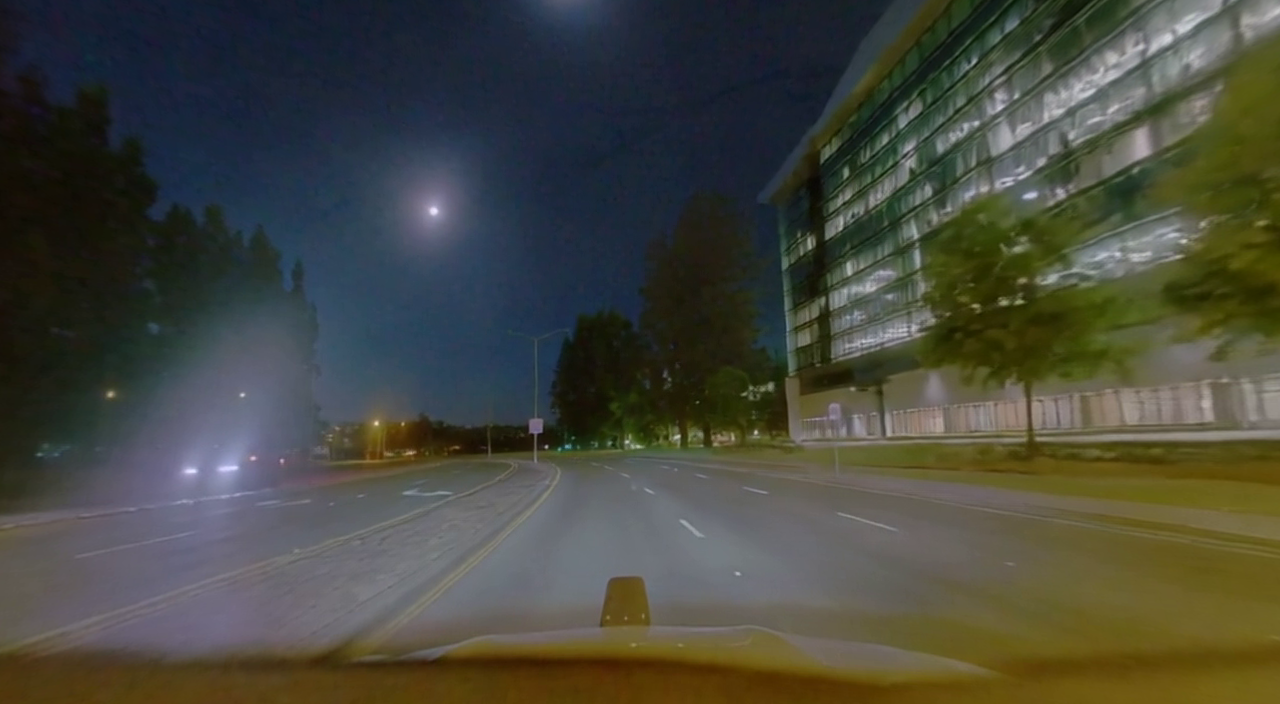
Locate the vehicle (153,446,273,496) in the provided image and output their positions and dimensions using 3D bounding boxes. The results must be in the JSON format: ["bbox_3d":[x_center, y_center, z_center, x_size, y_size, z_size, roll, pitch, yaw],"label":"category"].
[{"bbox_3d":[-17.037,4.716,25.485,2.091,1.809,4.550,1,-9,-7],"label":"vehicle"}]
